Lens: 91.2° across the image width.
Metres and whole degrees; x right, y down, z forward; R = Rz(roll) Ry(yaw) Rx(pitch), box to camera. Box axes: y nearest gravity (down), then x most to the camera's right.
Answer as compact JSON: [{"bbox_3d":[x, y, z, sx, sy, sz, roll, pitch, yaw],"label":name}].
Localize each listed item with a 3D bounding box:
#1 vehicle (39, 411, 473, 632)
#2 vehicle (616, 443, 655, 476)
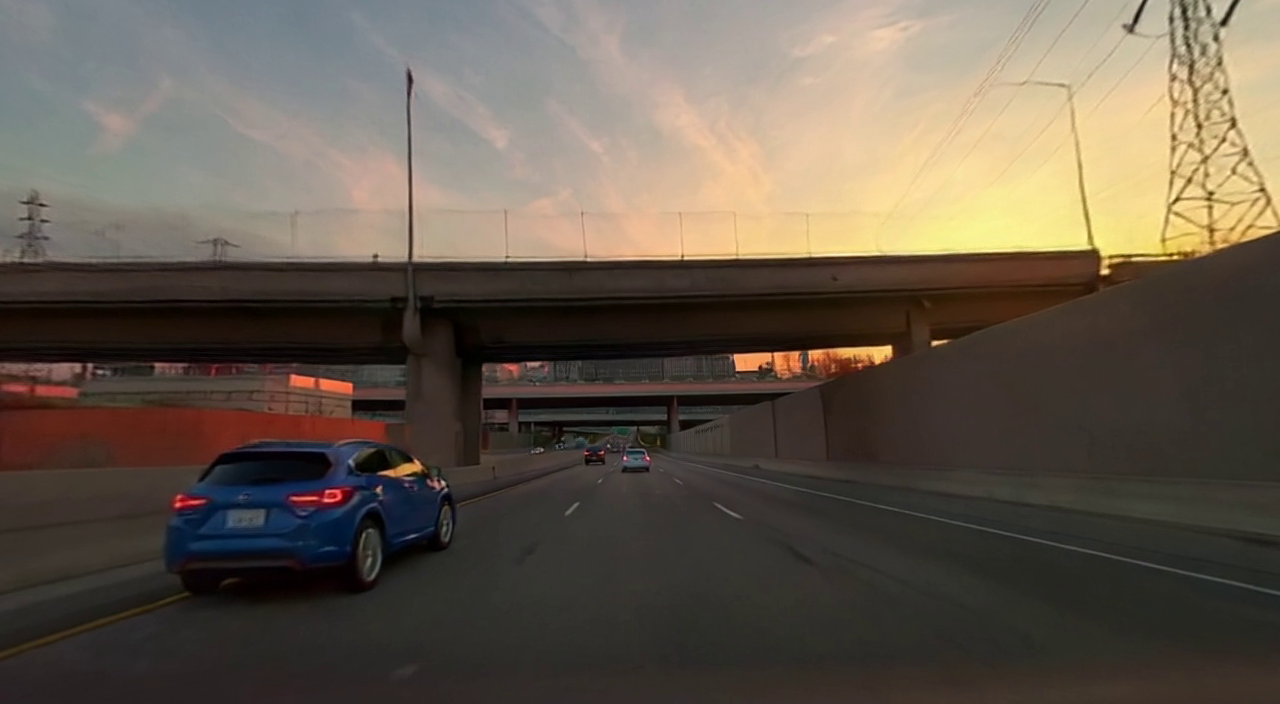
[{"bbox_3d":[-3.272,1.514,6.518,1.987,1.548,3.981,0,-9,-1],"label":"vehicle"},{"bbox_3d":[-0.252,5.765,33.722,2.004,1.615,4.113,0,-9,-1],"label":"vehicle"}]
